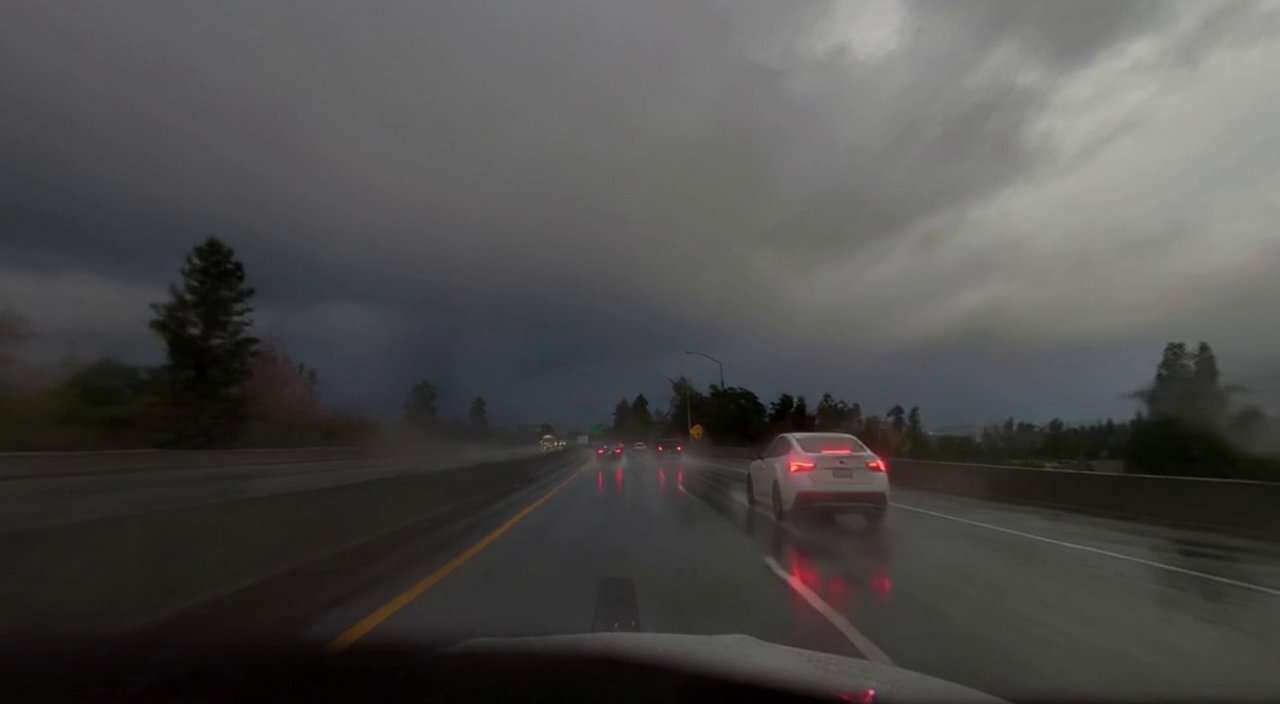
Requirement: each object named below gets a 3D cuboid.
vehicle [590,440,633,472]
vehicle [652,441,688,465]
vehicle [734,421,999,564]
[{"bbox_3d":[-1.576,5.551,33.949,2.178,1.559,4.254,0,-8,-3],"label":"vehicle"},{"bbox_3d":[1.956,6.817,42.774,2.146,1.546,3.796,0,-8,-2],"label":"vehicle"},{"bbox_3d":[2.921,1.927,9.610,2.055,1.566,5.046,0,-8,-1],"label":"vehicle"}]
